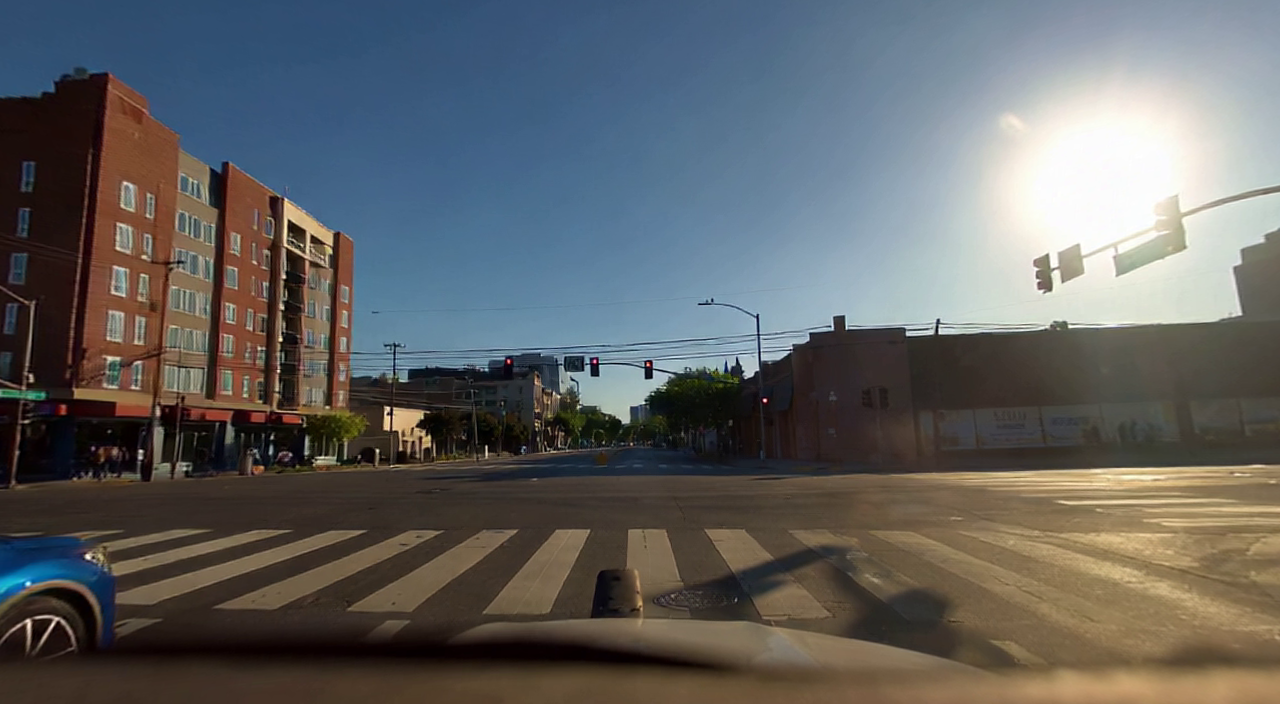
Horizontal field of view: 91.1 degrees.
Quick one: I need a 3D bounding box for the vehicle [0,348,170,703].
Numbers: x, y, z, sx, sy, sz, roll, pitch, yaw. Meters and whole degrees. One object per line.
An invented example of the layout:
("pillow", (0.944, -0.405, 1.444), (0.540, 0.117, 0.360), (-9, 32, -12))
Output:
("vehicle", (-3.636, 0.619, 1.066), (2.109, 1.692, 4.587), (0, -8, 0))
